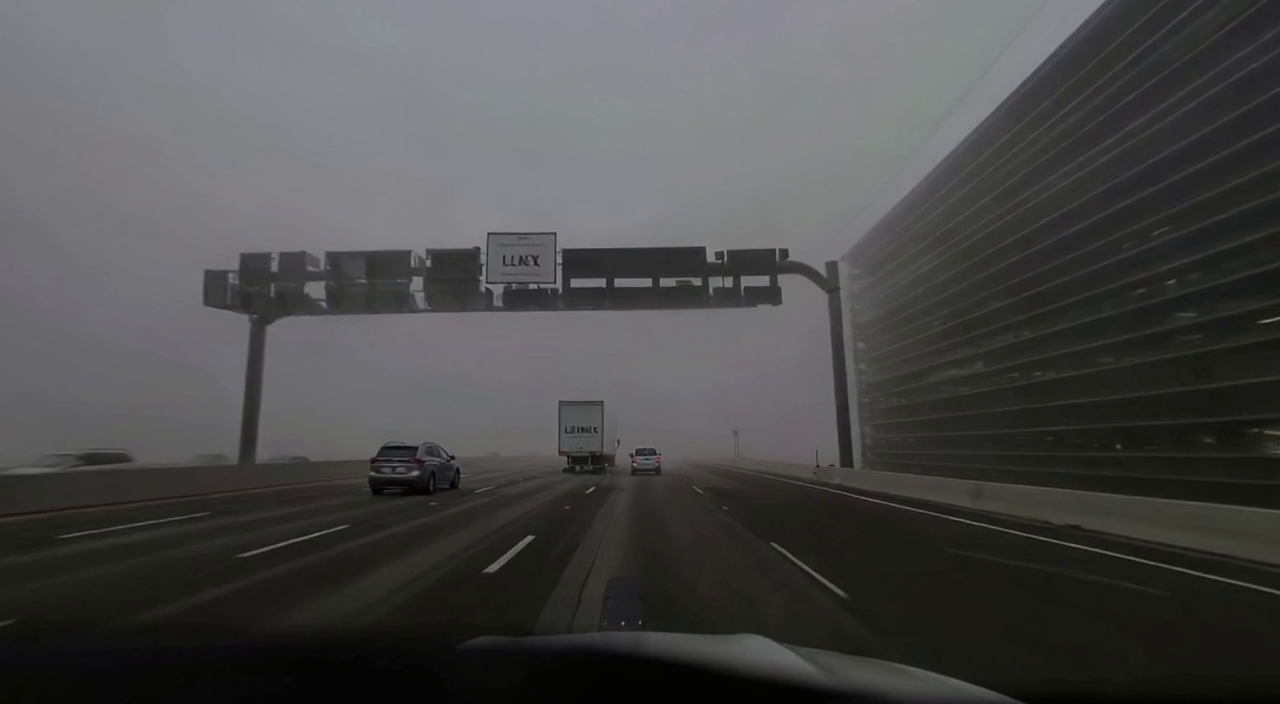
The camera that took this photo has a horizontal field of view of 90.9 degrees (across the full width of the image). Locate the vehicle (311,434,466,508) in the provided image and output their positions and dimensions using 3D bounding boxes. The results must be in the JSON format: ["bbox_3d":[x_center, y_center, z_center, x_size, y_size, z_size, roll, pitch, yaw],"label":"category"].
[{"bbox_3d":[-6.380,3.073,16.687,2.124,1.674,4.541,0,-9,1],"label":"vehicle"}]

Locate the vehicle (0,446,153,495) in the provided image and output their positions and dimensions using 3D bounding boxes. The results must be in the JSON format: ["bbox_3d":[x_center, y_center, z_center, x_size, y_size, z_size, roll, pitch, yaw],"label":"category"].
[{"bbox_3d":[-19.258,3.936,21.359,1.893,1.454,4.479,0,-9,0],"label":"vehicle"}]

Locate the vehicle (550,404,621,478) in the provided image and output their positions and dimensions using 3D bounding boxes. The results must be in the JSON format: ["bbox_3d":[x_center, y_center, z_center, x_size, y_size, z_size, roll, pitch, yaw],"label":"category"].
[{"bbox_3d":[-2.713,4.874,34.064,2.794,3.460,8.595,0,-9,2],"label":"vehicle"}]

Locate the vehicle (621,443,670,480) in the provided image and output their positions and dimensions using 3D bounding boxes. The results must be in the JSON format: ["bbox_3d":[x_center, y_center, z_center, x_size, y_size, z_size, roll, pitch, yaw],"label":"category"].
[{"bbox_3d":[0.256,5.151,29.855,2.168,1.597,3.615,0,-9,1],"label":"vehicle"}]
